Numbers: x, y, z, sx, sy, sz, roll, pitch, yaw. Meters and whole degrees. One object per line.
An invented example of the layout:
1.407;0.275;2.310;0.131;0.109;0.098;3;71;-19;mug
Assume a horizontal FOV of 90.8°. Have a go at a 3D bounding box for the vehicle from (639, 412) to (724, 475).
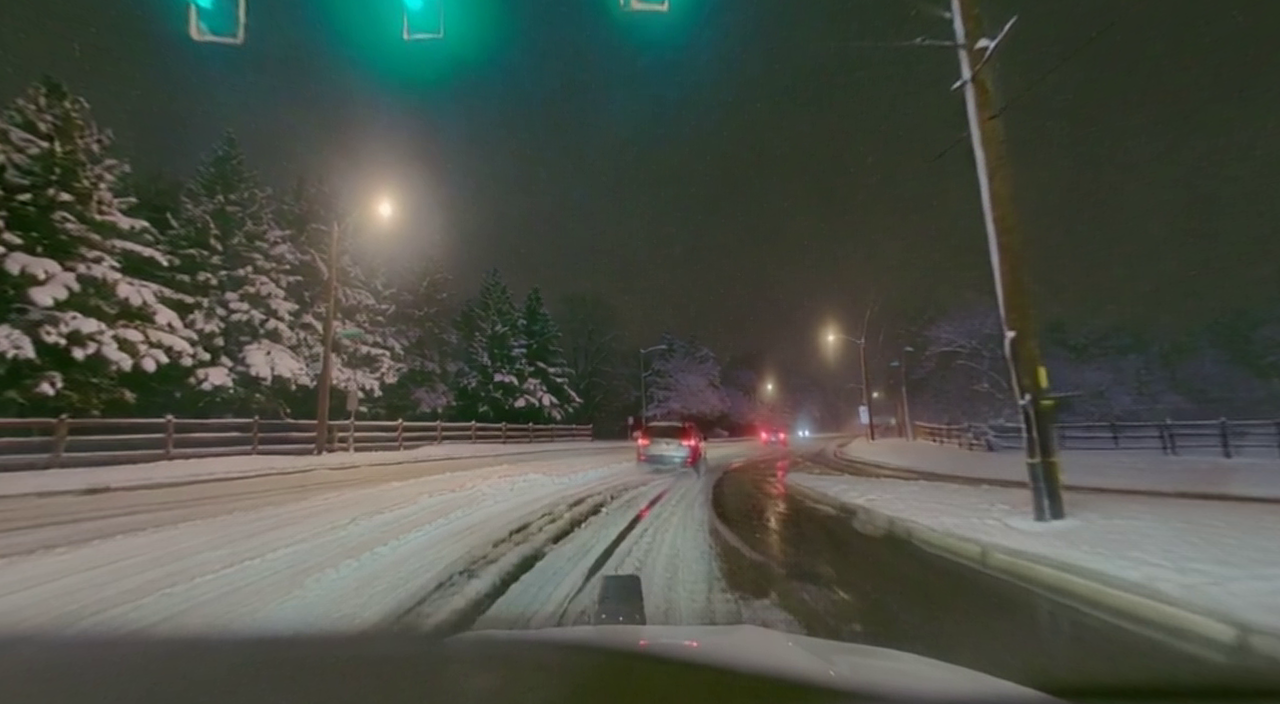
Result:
1.504;2.983;20.916;2.230;1.827;4.580;-1;-8;11;vehicle
